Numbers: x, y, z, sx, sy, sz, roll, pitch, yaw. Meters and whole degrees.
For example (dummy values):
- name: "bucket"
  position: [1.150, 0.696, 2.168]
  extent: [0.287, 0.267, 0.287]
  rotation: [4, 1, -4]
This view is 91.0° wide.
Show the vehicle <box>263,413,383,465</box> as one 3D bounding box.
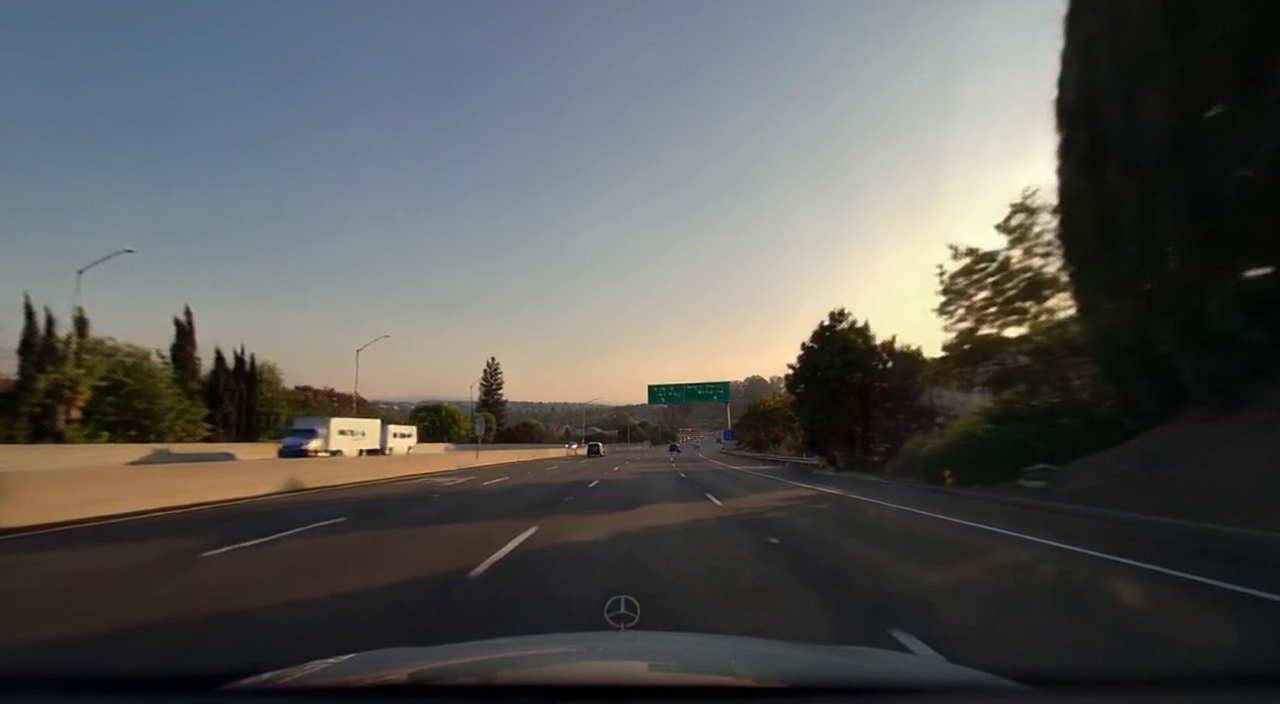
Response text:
- name: "vehicle"
  position: [-23.097, 6.526, 46.830]
  extent: [3.343, 3.439, 10.043]
  rotation: [0, -9, 2]
